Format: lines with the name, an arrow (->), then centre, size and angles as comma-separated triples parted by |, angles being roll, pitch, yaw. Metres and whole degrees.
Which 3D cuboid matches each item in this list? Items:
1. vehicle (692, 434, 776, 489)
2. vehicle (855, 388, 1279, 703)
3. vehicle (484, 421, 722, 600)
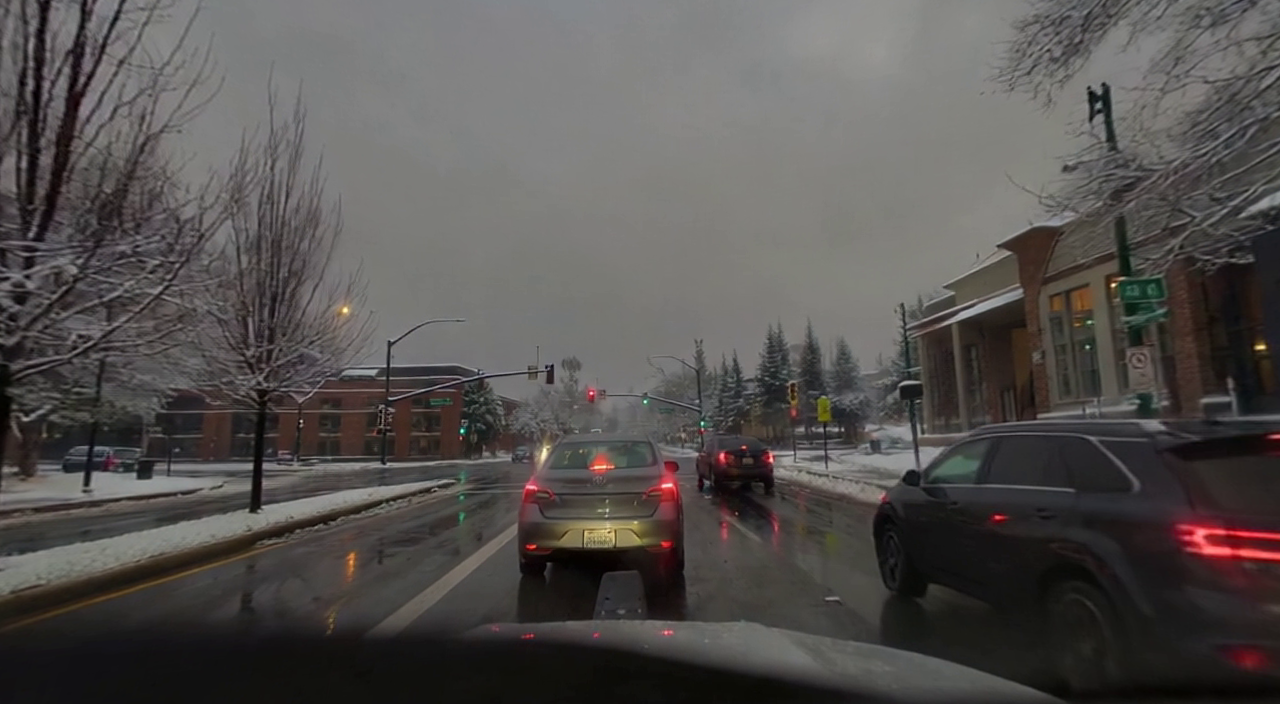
vehicle -> 2.890, 3.480, 20.349 | 1.874, 1.556, 4.116 | 0, -9, -3
vehicle -> 3.167, 1.164, 4.188 | 1.910, 1.474, 4.263 | 0, -9, -1
vehicle -> -0.347, 1.609, 7.194 | 2.006, 1.487, 3.535 | 0, -9, -1
